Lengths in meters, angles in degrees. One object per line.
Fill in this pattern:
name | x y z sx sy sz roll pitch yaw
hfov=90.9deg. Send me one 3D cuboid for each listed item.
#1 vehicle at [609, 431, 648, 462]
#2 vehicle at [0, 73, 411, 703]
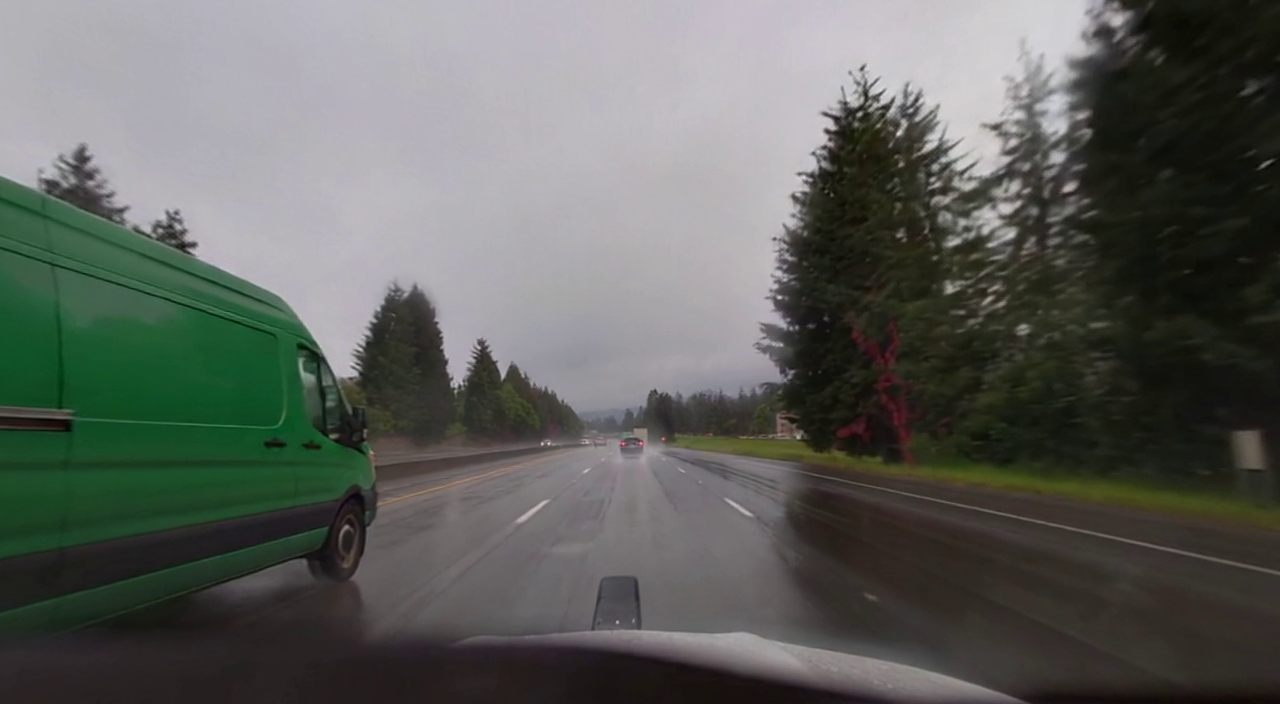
vehicle | -0.655 5.332 35.741 2.104 1.646 4.176 0 -8 -1
vehicle | -3.505 0.474 3.397 2.424 2.577 5.828 0 -8 -1
